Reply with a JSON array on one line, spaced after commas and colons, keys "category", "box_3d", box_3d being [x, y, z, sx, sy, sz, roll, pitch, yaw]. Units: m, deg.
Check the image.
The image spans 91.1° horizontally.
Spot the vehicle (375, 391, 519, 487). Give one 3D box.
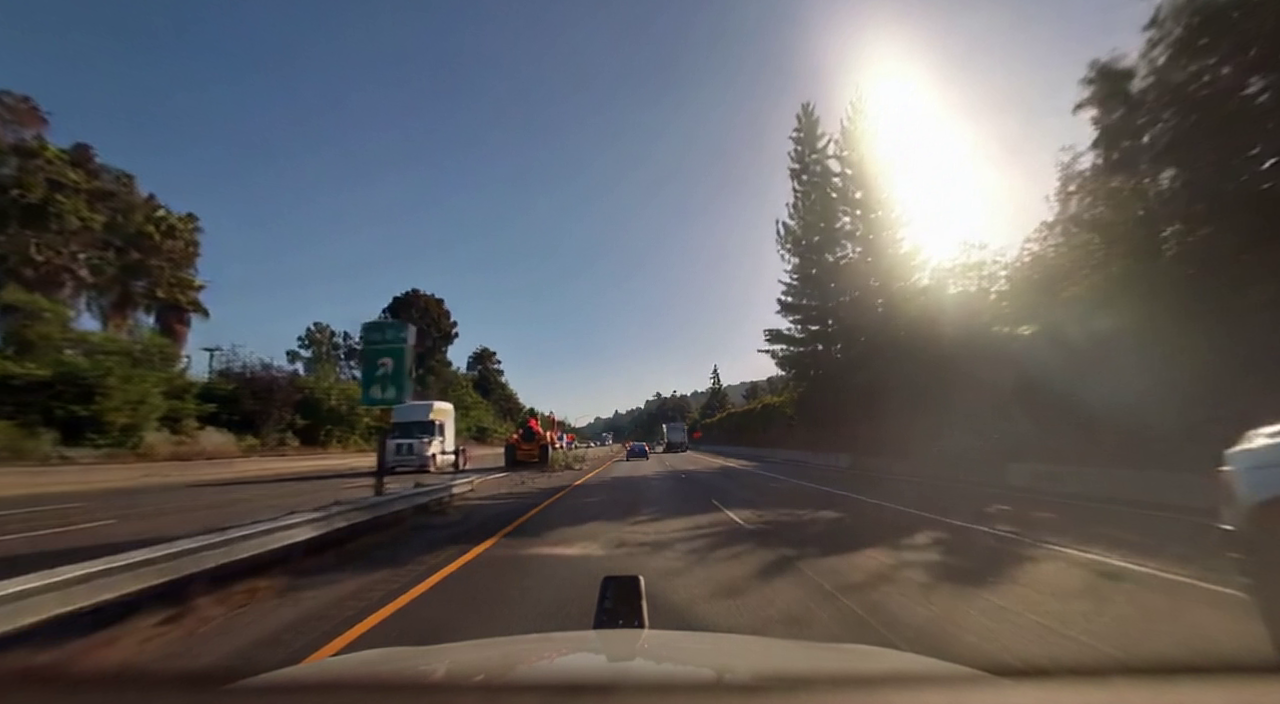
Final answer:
[{"category": "vehicle", "box_3d": [-8.154, 3.980, 28.448, 3.088, 3.551, 10.063, 0, -8, 1]}]

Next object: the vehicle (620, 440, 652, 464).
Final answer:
[{"category": "vehicle", "box_3d": [-0.261, 6.558, 41.150, 2.004, 1.472, 4.075, 0, -8, -1]}]
